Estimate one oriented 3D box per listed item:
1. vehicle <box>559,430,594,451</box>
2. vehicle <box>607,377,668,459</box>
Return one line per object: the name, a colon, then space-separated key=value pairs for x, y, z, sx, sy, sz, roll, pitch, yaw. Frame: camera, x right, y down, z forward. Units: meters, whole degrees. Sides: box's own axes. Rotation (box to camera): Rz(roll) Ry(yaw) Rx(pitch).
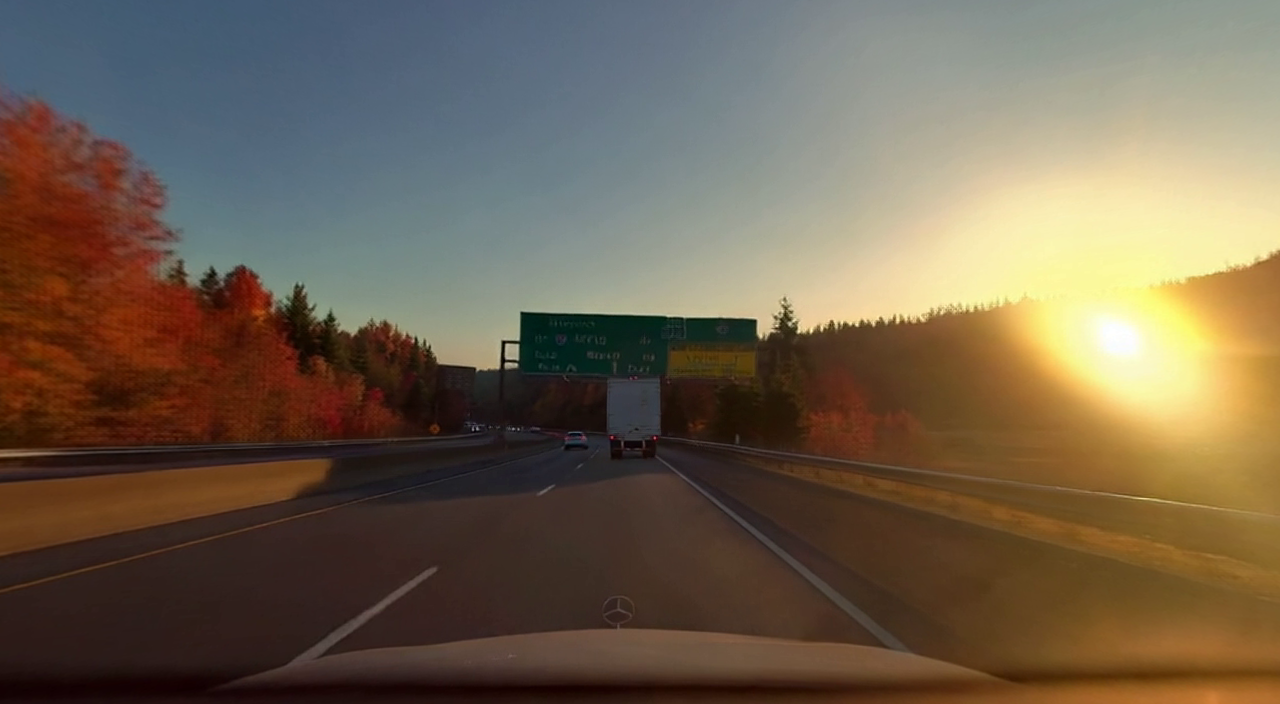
vehicle: x=-4.802 y=6.785 z=48.173 sx=2.217 sy=1.495 sz=4.245 roll=0 pitch=-8 yaw=0
vehicle: x=-0.294 y=4.020 z=36.777 sx=3.013 sy=4.016 sz=11.496 roll=0 pitch=-8 yaw=-2
